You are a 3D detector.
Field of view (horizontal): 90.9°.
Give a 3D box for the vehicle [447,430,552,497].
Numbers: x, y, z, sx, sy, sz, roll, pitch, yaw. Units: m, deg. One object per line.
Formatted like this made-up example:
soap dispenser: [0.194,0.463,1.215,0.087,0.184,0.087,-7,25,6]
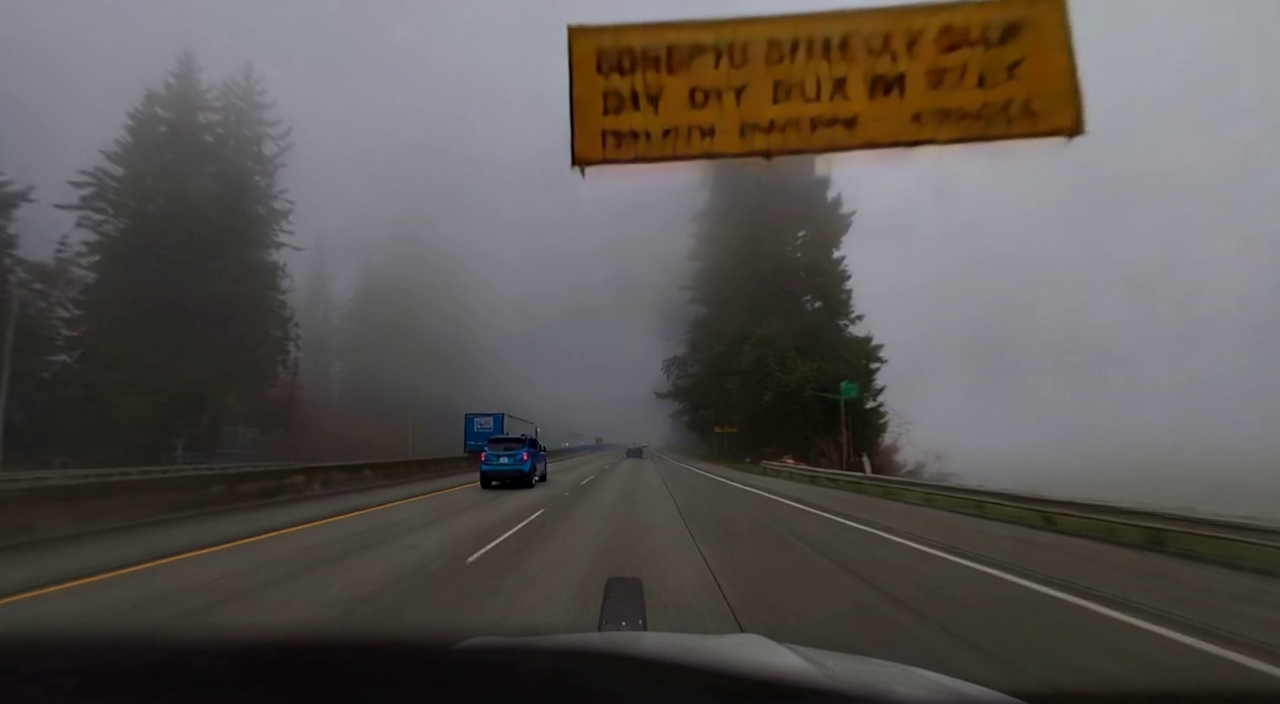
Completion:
vehicle: [-4.026,3.277,18.932,2.084,1.752,4.479,0,-8,0]
